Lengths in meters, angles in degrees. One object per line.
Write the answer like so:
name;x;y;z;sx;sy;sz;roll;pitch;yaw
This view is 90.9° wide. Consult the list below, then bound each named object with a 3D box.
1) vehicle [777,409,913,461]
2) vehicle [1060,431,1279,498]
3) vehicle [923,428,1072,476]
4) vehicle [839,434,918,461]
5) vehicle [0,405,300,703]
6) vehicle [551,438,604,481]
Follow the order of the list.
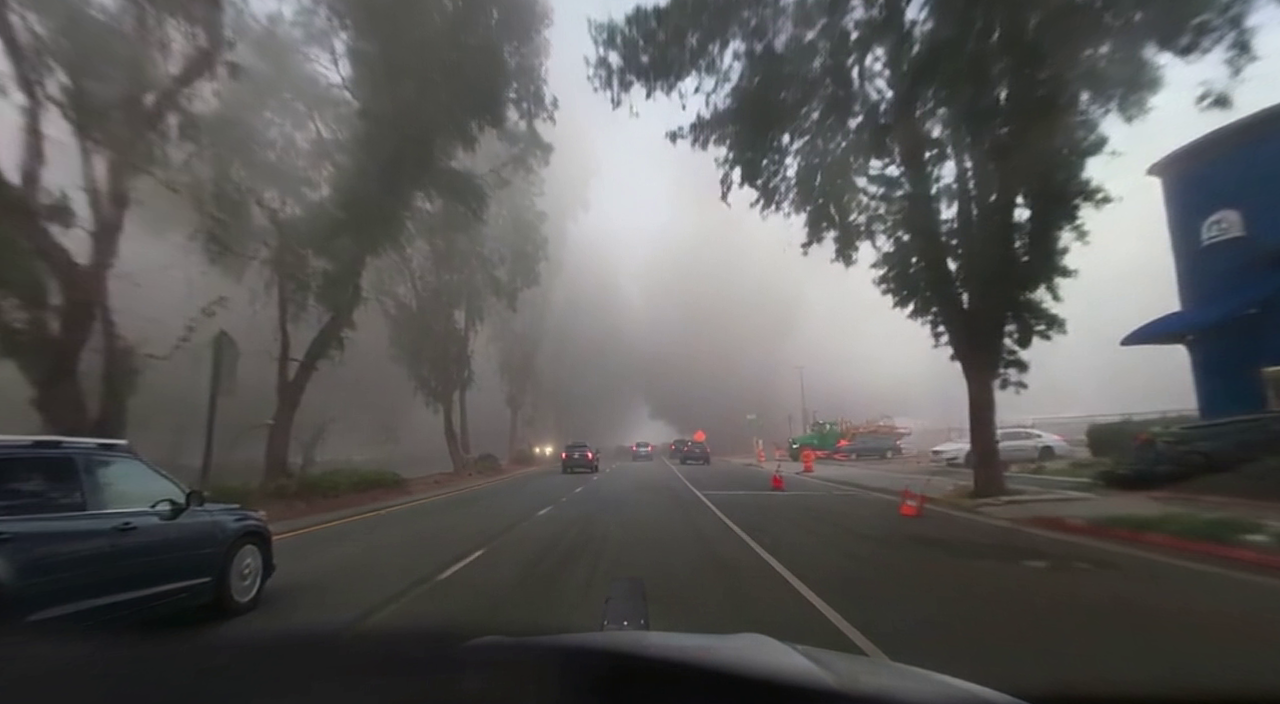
vehicle;15.044;6.148;46.714;8.949;3.673;3.044;0;-8;-2
vehicle;13.384;2.702;15.392;4.835;1.458;1.934;-4;-9;23
vehicle;13.877;3.908;24.794;4.804;1.695;2.055;-4;-9;26
vehicle;15.814;6.378;42.018;1.874;1.694;4.535;7;-11;-38
vehicle;-3.985;1.126;3.665;1.856;1.540;3.733;0;-8;1
vehicle;-2.603;4.527;26.832;2.038;1.682;4.399;1;-9;-4
